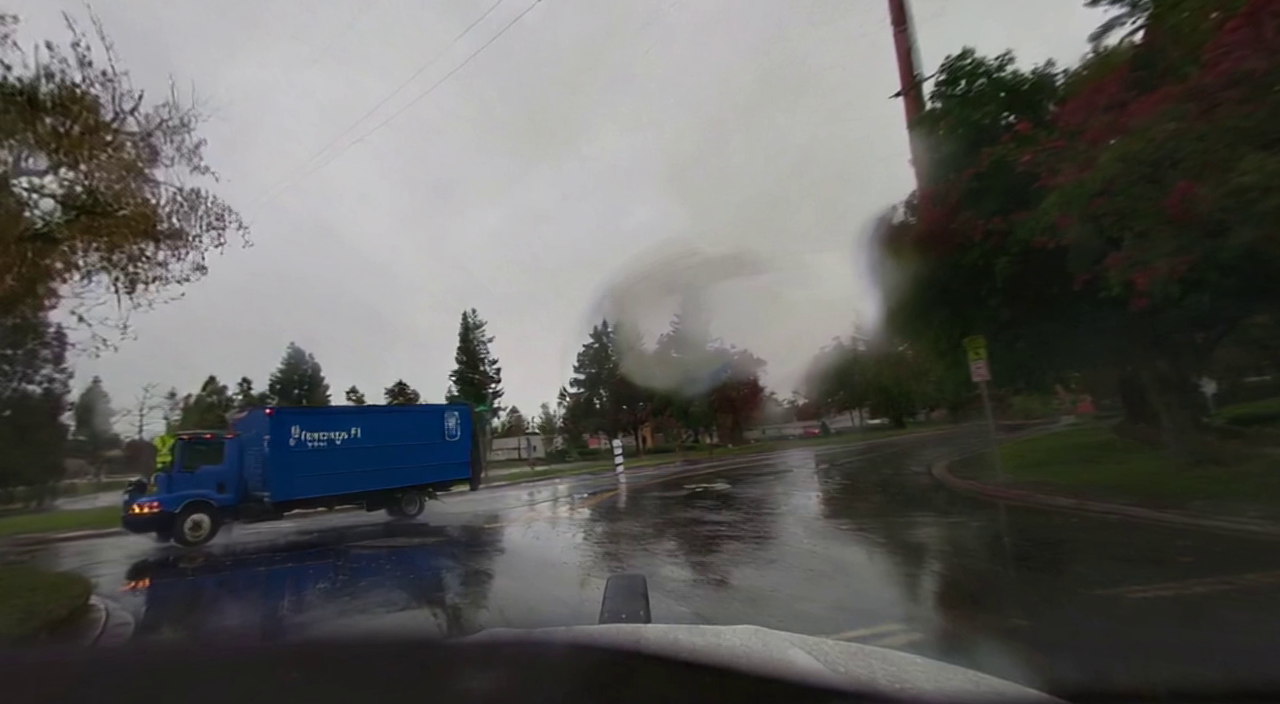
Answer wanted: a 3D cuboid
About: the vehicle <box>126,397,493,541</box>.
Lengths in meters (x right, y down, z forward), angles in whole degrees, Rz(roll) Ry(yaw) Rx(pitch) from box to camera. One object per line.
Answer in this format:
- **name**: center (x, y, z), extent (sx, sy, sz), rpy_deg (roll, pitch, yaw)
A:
- **vehicle**: center (-9.525, 3.183, 19.607), extent (2.838, 3.326, 9.680), rpy_deg (-7, -7, 41)
